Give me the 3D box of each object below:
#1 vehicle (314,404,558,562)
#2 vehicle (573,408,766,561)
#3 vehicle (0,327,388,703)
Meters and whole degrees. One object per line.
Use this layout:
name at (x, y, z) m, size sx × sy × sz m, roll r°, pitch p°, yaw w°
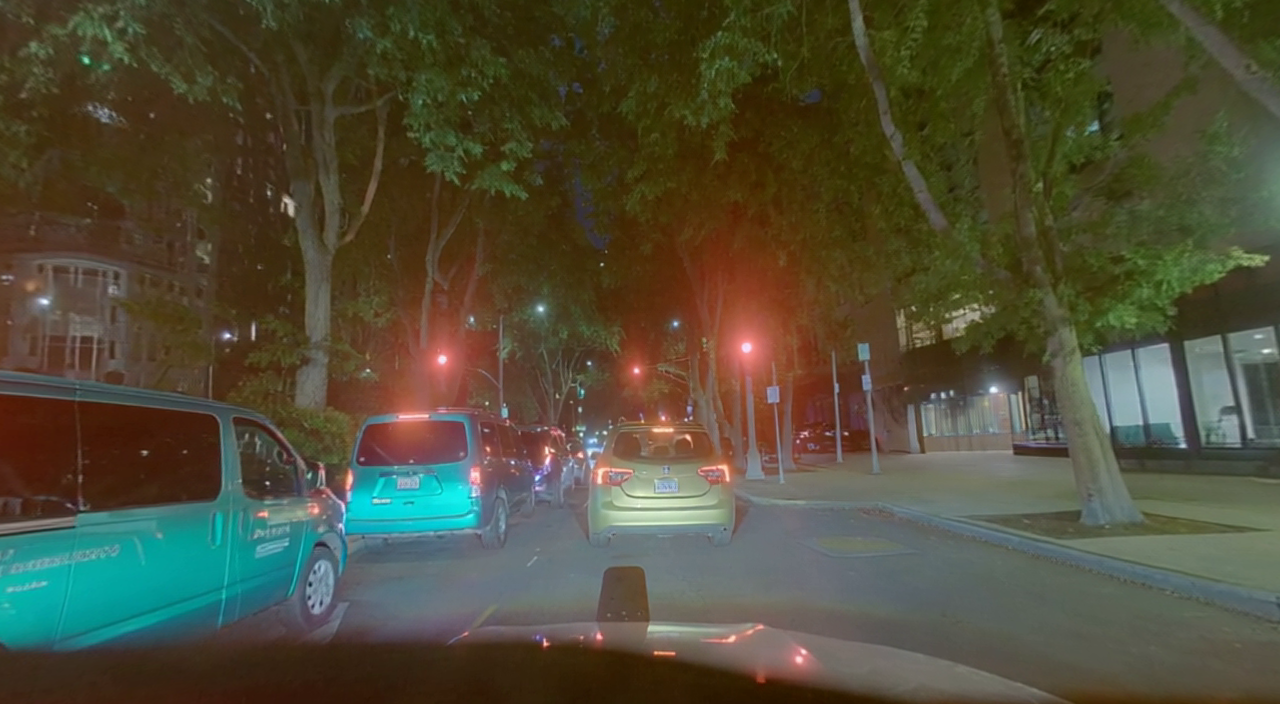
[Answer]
vehicle at (-2.654, 1.841, 9.607) m, size 2.124 × 1.799 × 4.587 m, roll 0°, pitch -8°, yaw 1°
vehicle at (0.359, 1.811, 9.254) m, size 2.205 × 1.727 × 3.917 m, roll 0°, pitch -8°, yaw 1°
vehicle at (-3.177, 0.979, 3.481) m, size 1.940 × 1.722 × 3.823 m, roll 0°, pitch -8°, yaw 0°
